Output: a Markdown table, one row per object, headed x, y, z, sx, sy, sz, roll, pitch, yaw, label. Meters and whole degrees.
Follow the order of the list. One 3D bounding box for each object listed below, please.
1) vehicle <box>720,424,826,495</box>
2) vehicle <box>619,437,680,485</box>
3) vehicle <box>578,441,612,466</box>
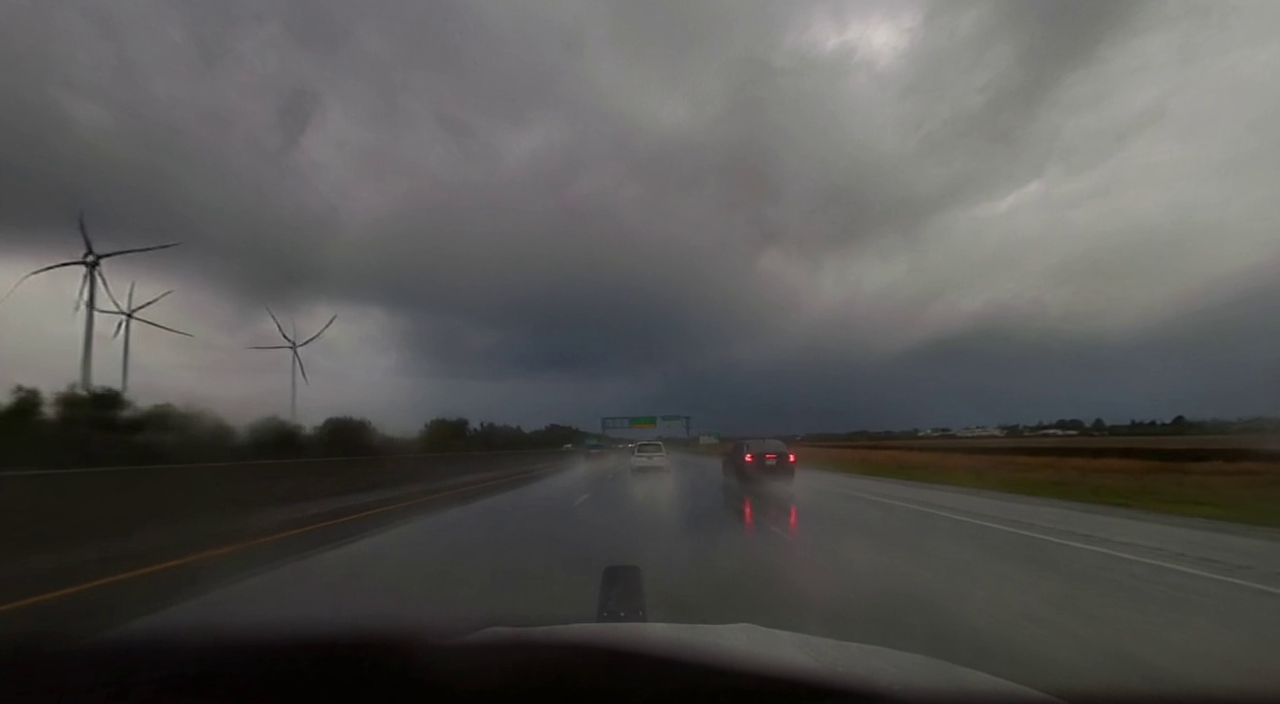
| x | y | z | sx | sy | sz | roll | pitch | yaw | label |
| --- | --- | --- | --- | --- | --- | --- | --- | --- | --- |
| 3.880 | 3.250 | 19.354 | 2.104 | 1.861 | 4.956 | 0 | -9 | -1 | vehicle |
| 0.332 | 4.075 | 23.766 | 2.083 | 1.653 | 3.787 | 0 | -9 | 0 | vehicle |
| -3.396 | 7.749 | 48.229 | 2.131 | 1.784 | 4.635 | 0 | -9 | 1 | vehicle |
